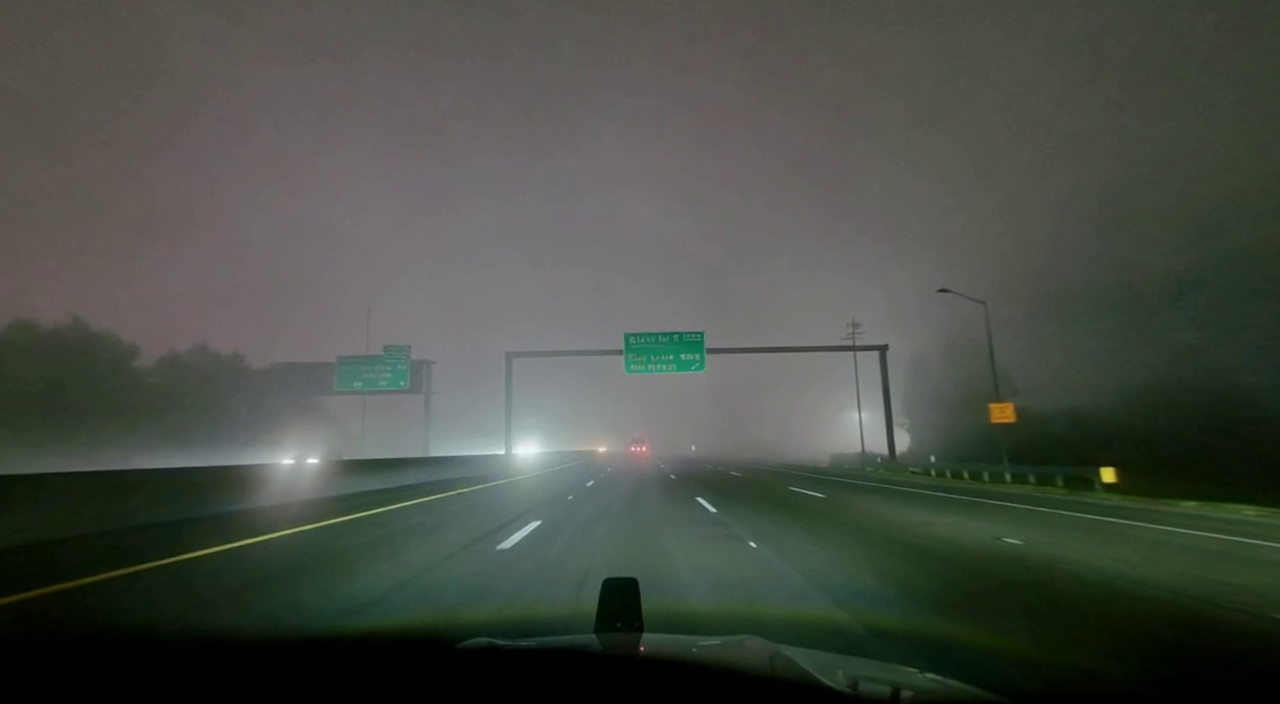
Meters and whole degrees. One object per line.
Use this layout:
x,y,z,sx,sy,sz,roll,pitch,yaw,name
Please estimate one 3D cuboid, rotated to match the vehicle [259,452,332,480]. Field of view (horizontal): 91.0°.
-20.897,6.908,38.448,1.830,1.527,4.557,0,-9,1,vehicle
